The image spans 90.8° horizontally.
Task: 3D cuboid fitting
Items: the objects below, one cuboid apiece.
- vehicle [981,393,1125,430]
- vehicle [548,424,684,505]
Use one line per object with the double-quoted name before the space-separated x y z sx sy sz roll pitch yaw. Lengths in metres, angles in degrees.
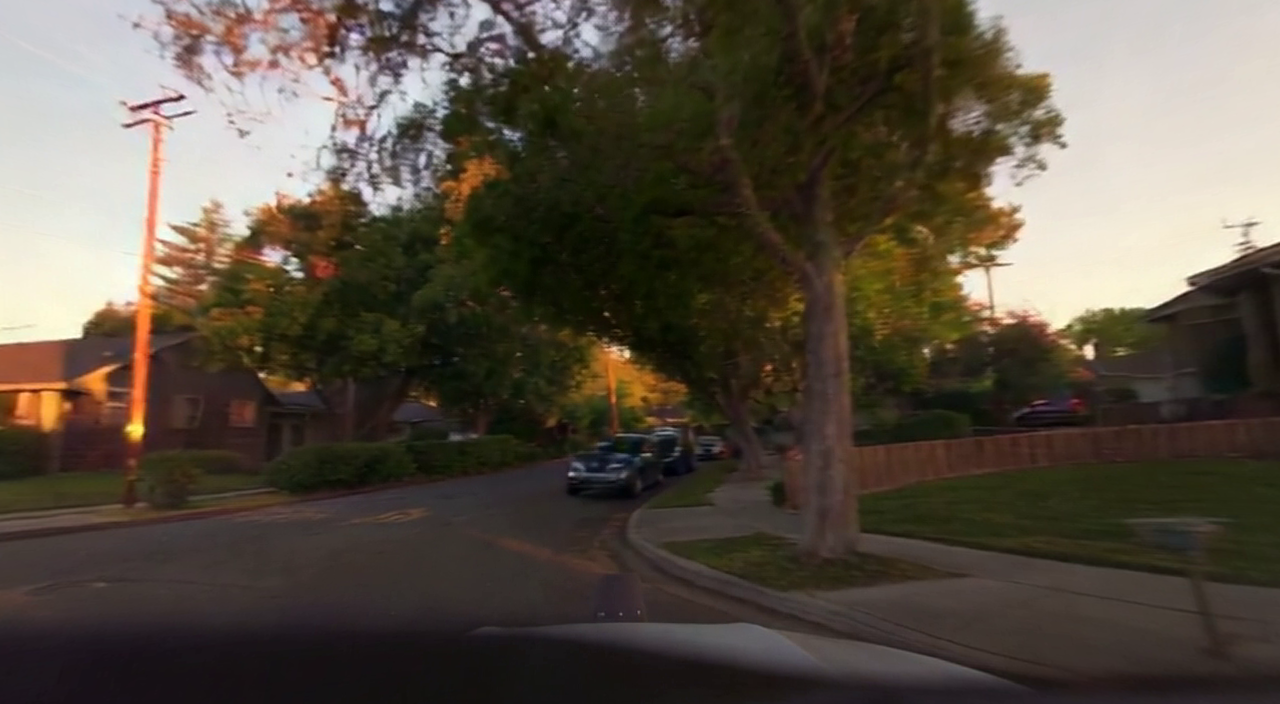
"vehicle" 18.054 2.671 27.893 4.799 1.469 2.010 -2 -9 13
"vehicle" -0.315 2.473 14.280 1.969 1.493 4.681 -2 -9 12
